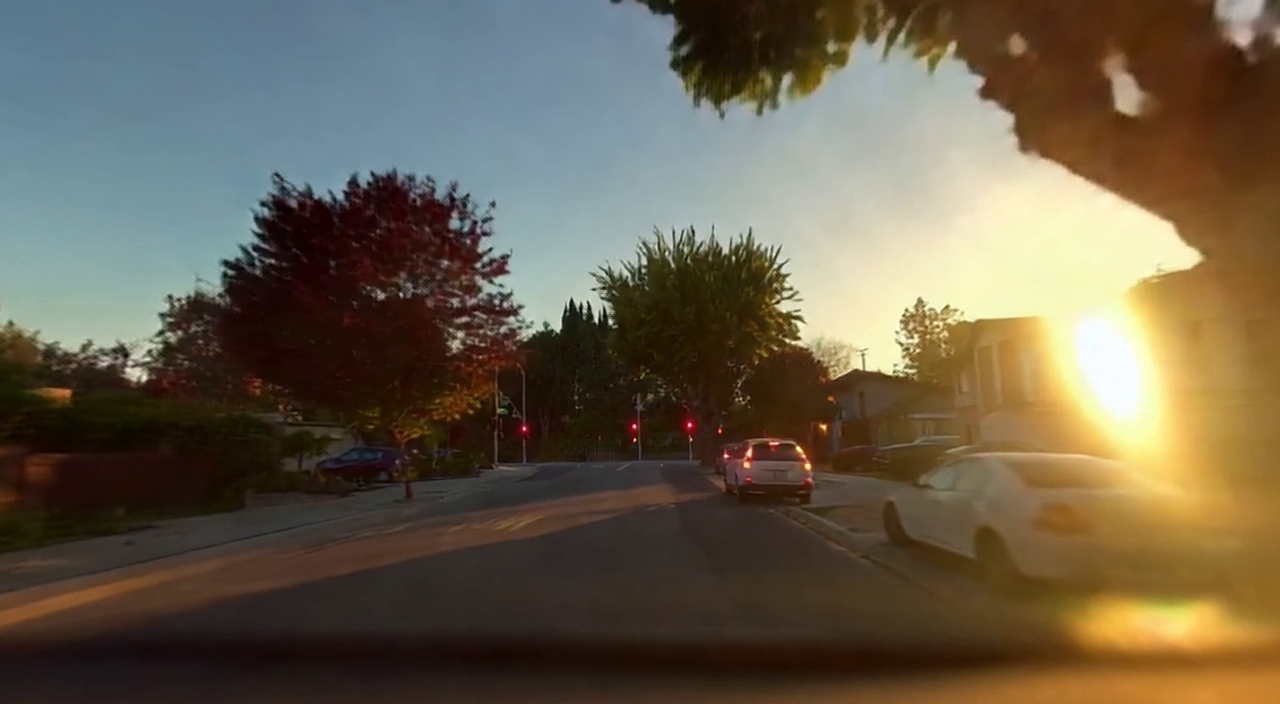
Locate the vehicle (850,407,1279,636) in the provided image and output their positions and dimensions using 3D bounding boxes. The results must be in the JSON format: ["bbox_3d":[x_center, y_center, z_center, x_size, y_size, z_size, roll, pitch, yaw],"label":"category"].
[{"bbox_3d":[4.109,1.529,6.828,2.043,1.585,4.687,0,-8,0],"label":"vehicle"}]

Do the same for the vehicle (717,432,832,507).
[{"bbox_3d":[3.183,2.887,15.980,2.037,1.595,4.536,0,-8,2],"label":"vehicle"}]
